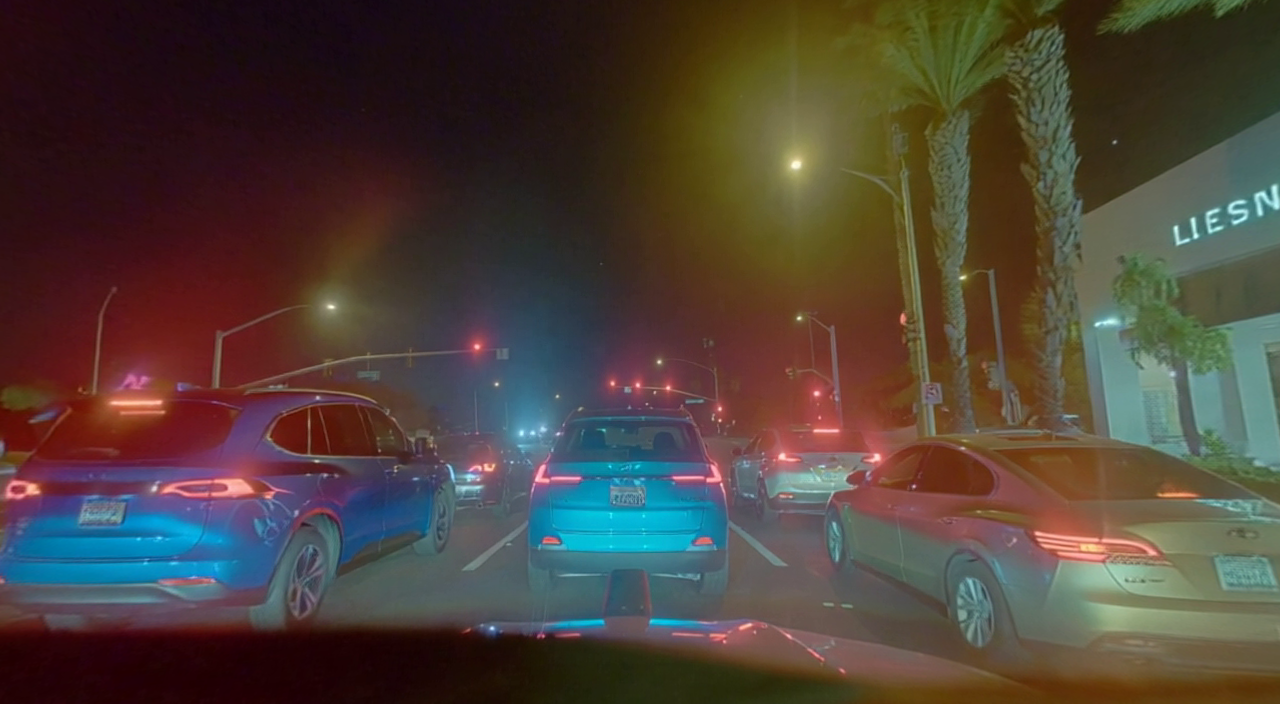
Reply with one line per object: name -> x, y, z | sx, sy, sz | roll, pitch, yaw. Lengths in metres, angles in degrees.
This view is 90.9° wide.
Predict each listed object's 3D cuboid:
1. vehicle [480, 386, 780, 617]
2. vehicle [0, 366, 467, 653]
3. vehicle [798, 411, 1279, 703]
vehicle -> -0.134, 1.458, 7.065 | 2.280, 1.747, 4.361 | 0, -8, -2
vehicle -> -3.355, 1.283, 6.129 | 2.014, 1.755, 4.360 | 0, -8, 1
vehicle -> 2.960, 1.369, 5.263 | 2.017, 1.491, 4.611 | 0, -8, -1
